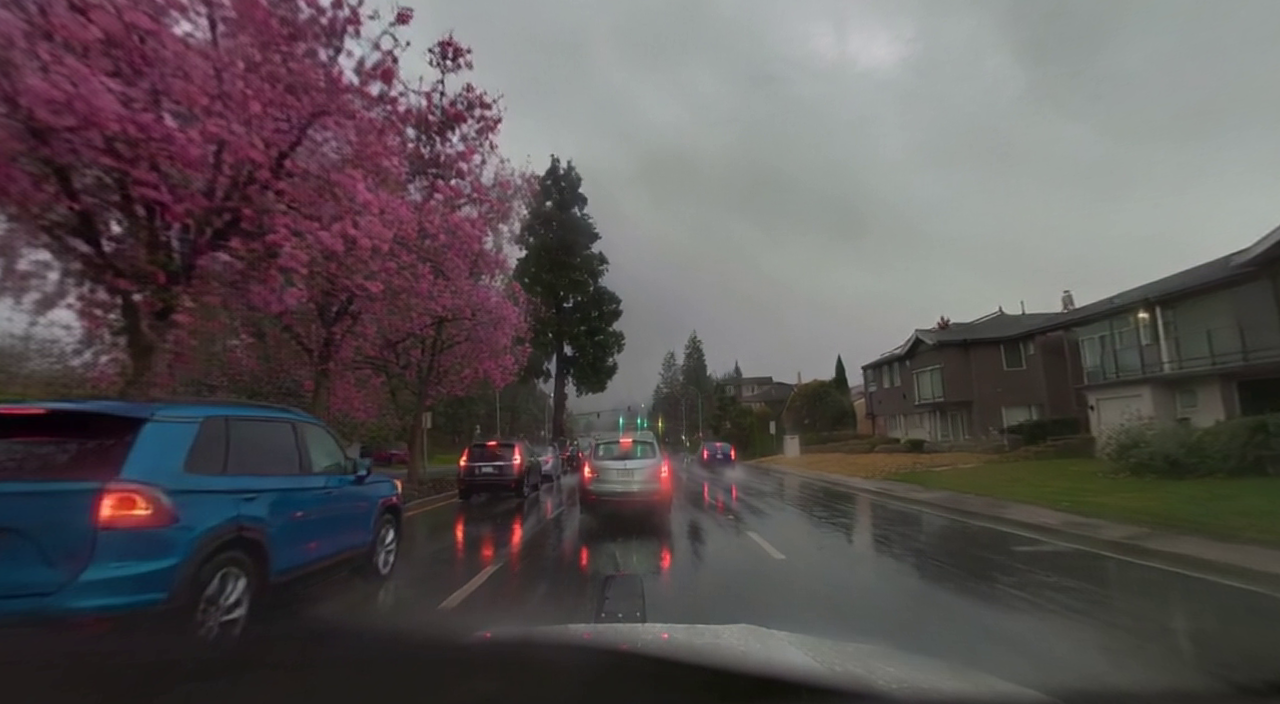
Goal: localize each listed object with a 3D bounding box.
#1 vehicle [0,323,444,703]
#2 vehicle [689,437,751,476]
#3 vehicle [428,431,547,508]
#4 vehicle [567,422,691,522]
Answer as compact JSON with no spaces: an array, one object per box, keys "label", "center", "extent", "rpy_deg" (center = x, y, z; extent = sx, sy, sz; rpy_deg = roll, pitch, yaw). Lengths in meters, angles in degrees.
[{"label":"vehicle","center":[-3.554,1.172,5.264],"extent":[2.304,1.928,4.833],"rpy_deg":[0,-8,0]},{"label":"vehicle","center":[3.686,4.906,30.003],"extent":[2.188,1.685,4.604],"rpy_deg":[0,-8,-2]},{"label":"vehicle","center":[-3.662,2.909,16.066],"extent":[1.948,1.668,4.279],"rpy_deg":[0,-8,0]},{"label":"vehicle","center":[-0.210,2.352,12.887],"extent":[2.112,1.693,4.058],"rpy_deg":[0,-8,-1]}]
